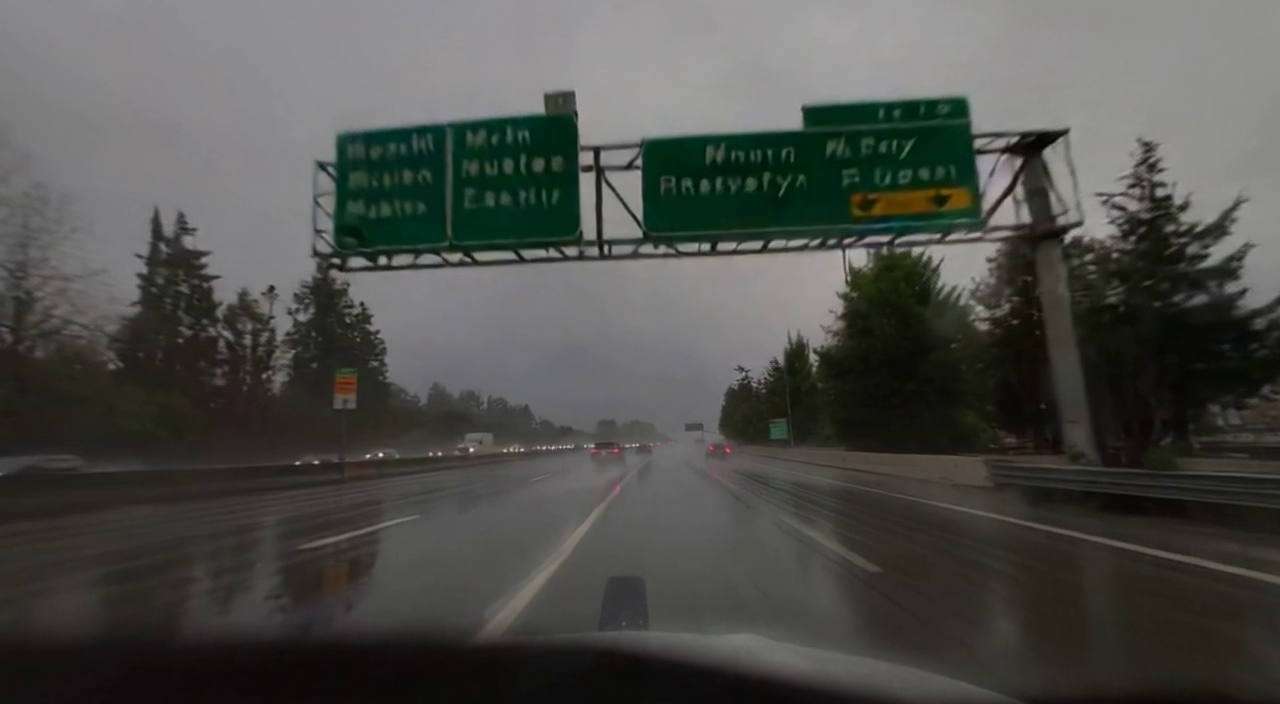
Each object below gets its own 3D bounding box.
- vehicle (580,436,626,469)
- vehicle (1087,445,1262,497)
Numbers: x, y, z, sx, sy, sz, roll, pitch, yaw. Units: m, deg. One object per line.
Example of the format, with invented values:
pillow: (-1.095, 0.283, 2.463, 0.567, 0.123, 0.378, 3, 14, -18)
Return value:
vehicle: (-2.012, 5.656, 35.631, 2.196, 1.733, 4.355, 0, -8, 1)
vehicle: (17.653, 3.906, 21.184, 1.818, 1.497, 4.469, 0, -8, -3)
